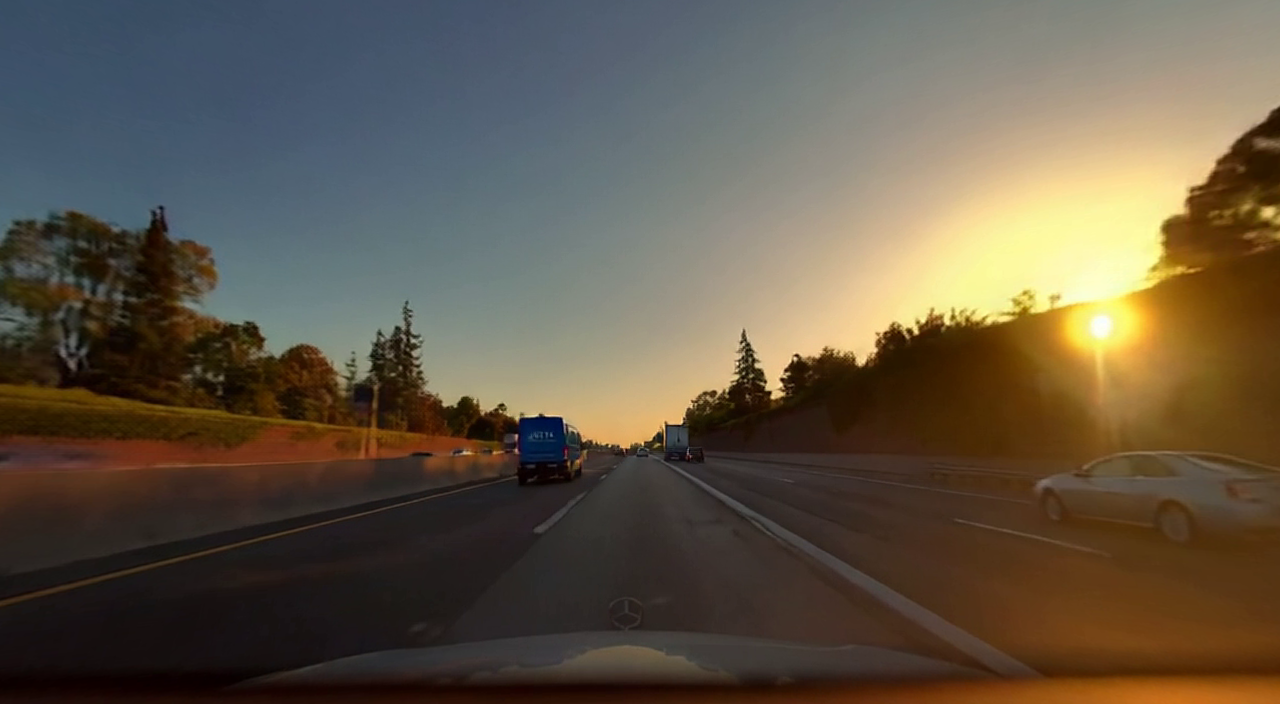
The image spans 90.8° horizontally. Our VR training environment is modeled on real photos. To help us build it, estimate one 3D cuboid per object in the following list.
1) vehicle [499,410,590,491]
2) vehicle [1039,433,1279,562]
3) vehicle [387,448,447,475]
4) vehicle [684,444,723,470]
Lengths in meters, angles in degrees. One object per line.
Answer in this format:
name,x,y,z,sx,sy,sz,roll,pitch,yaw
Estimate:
vehicle,-3.399,3.757,24.199,2.380,2.648,6.879,0,-9,0
vehicle,8.343,1.995,9.285,1.838,1.490,4.460,0,-9,-3
vehicle,-12.930,6.373,36.884,1.842,1.474,4.473,0,-9,0
vehicle,4.186,7.024,42.410,2.066,1.638,4.158,0,-9,-1
